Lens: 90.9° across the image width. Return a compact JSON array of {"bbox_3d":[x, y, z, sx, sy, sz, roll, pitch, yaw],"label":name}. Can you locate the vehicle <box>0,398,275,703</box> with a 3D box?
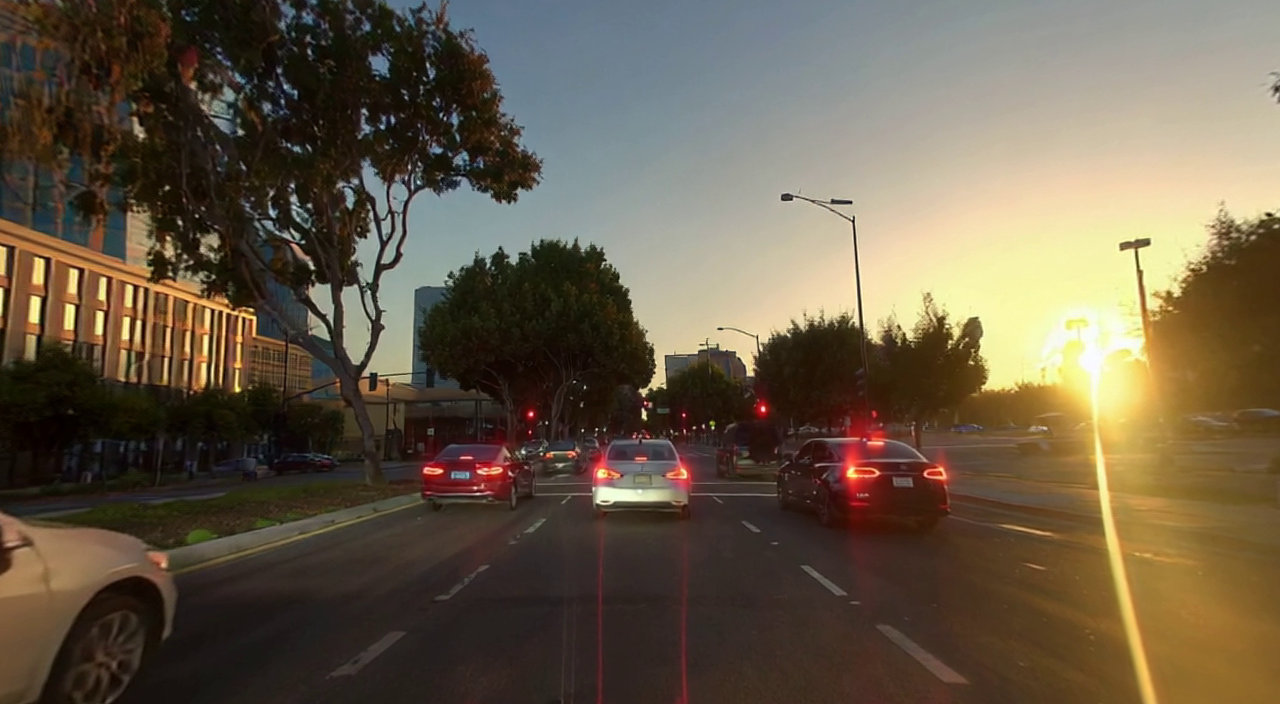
[{"bbox_3d":[-3.342,0.832,1.693,2.038,1.481,4.379,0,-8,1],"label":"vehicle"}]

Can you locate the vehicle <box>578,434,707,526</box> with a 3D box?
[{"bbox_3d":[-0.021,2.385,12.324,2.101,1.480,3.929,0,-8,-2],"label":"vehicle"}]

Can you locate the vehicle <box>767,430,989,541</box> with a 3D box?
[{"bbox_3d":[3.729,2.163,10.930,1.990,1.486,4.431,0,-8,-2],"label":"vehicle"}]

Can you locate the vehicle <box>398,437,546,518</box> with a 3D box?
[{"bbox_3d":[-3.419,2.618,13.715,2.002,1.465,4.098,0,-8,1],"label":"vehicle"}]

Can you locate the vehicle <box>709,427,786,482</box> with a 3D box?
[{"bbox_3d":[4.199,4.119,25.591,2.142,1.957,5.443,0,-8,0],"label":"vehicle"}]
